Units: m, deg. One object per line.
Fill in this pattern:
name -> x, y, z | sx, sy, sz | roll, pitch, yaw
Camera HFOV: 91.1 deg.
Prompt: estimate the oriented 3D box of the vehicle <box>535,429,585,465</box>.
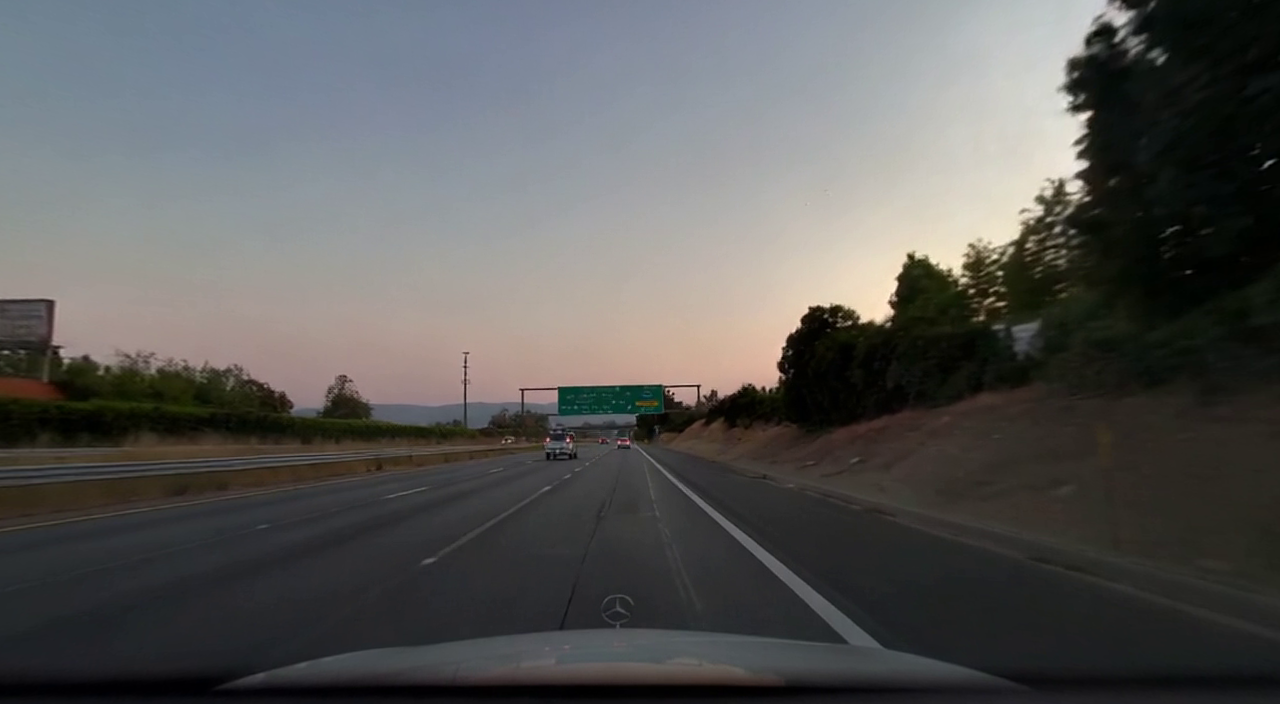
vehicle -> -4.686, 5.656, 37.731 | 2.281, 1.957, 5.713 | 0, -8, -1
